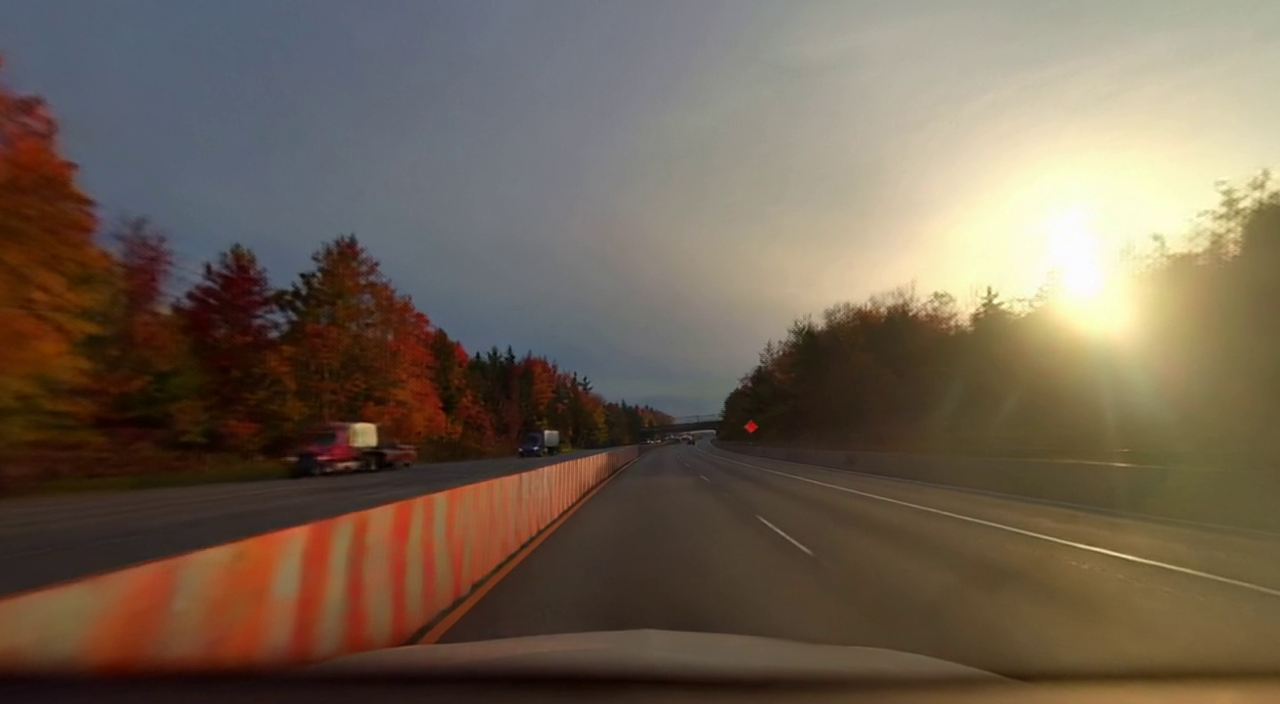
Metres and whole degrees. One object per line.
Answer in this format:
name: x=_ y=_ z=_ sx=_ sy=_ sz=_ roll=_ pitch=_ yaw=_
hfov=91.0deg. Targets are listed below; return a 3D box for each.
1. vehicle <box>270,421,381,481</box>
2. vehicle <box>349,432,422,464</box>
vehicle: x=-14.593 y=4.641 z=29.640 sx=2.268 sy=2.551 sz=5.343 roll=0 pitch=-8 yaw=2
vehicle: x=-14.507 y=5.514 z=36.190 sx=1.984 sy=1.726 sz=4.775 roll=0 pitch=-8 yaw=3
